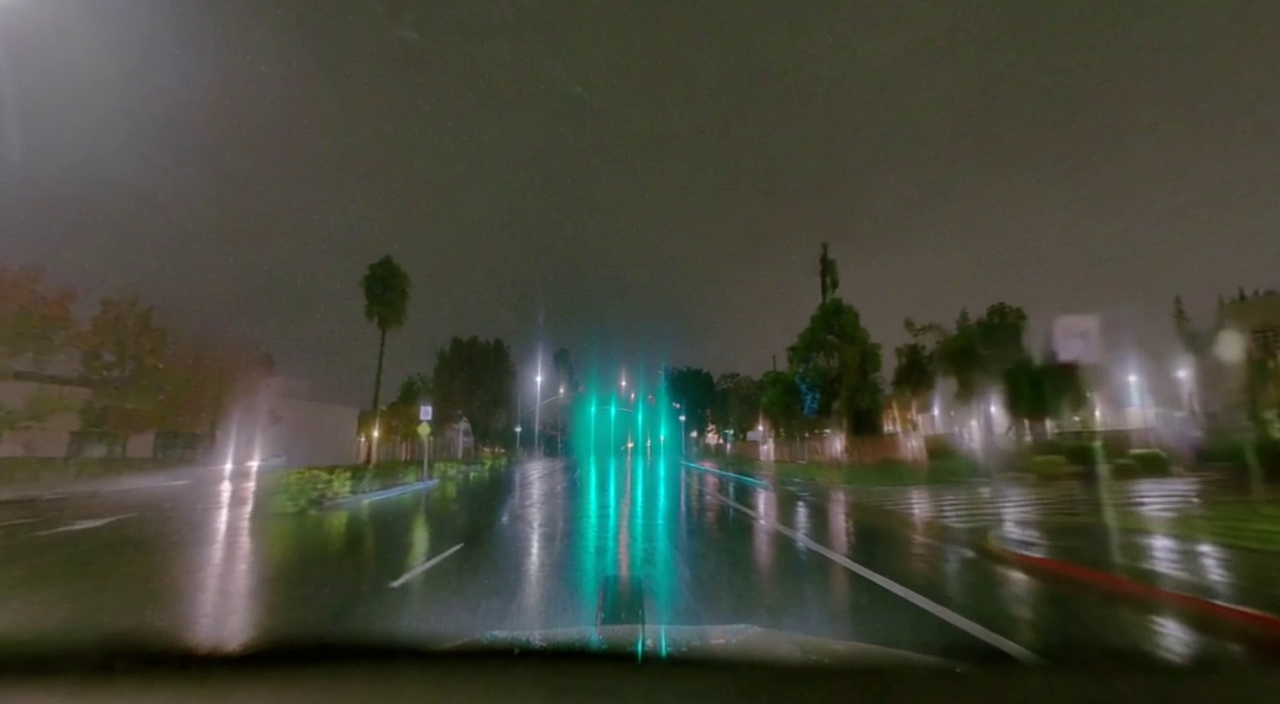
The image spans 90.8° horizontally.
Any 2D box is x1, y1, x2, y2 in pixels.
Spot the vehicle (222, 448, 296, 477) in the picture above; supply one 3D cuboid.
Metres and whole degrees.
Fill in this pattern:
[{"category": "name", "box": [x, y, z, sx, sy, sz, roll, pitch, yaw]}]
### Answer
[{"category": "vehicle", "box": [-24.758, 7.153, 41.254, 2.150, 1.710, 4.503, 0, -8, -3]}]
